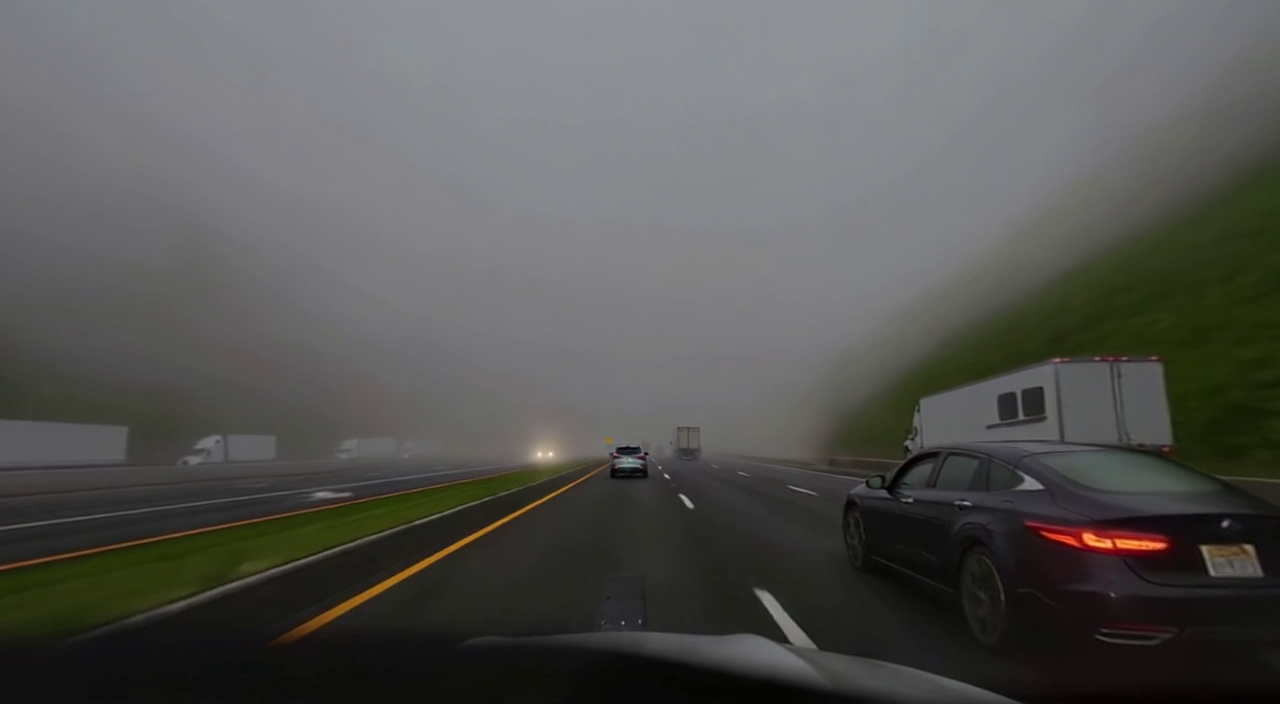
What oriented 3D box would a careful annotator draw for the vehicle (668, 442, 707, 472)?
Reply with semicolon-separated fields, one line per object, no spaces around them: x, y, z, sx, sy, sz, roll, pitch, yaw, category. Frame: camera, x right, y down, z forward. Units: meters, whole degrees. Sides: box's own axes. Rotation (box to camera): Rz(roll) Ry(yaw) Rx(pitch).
2.813;6.405;38.568;2.048;1.704;4.284;0;-9;0;vehicle

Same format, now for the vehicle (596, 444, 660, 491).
-0.402;3.884;21.474;1.970;1.441;3.846;0;-9;-1;vehicle

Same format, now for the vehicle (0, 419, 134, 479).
-36.745;5.446;35.322;2.760;3.231;16.626;0;-9;2;vehicle

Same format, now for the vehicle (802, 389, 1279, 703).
2.996;1.291;5.125;1.997;1.534;4.664;0;-9;-1;vehicle
